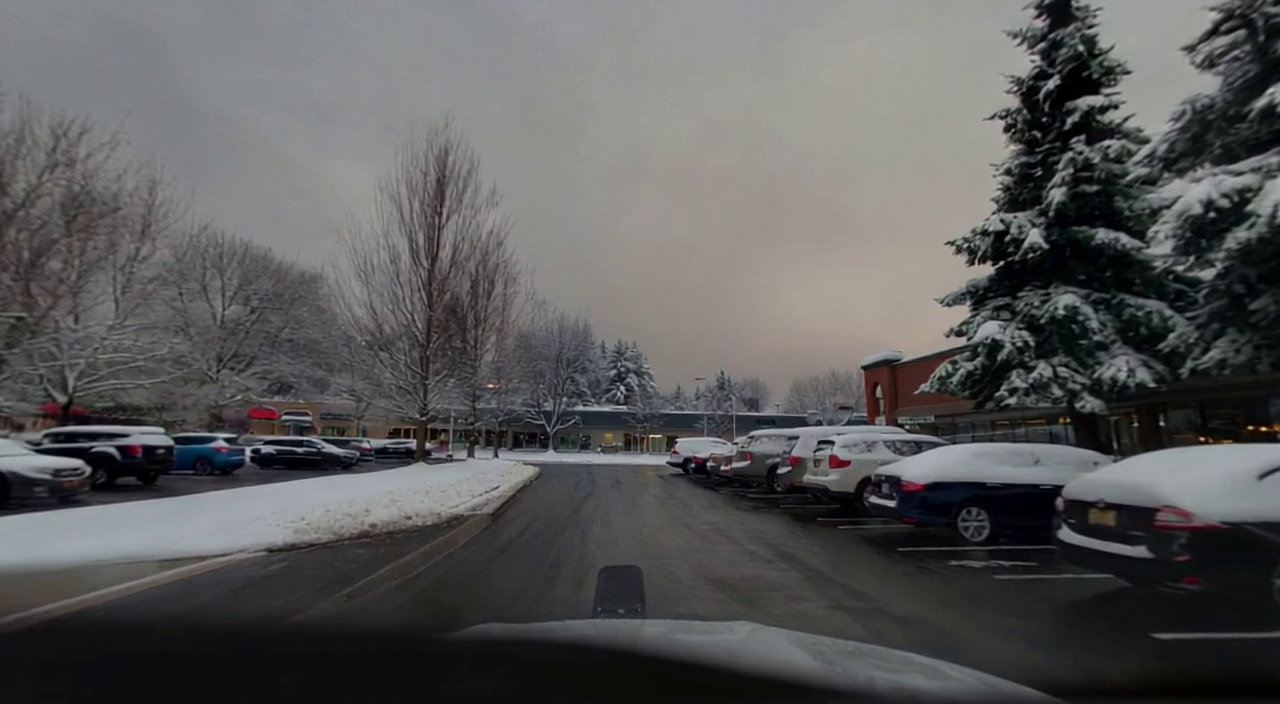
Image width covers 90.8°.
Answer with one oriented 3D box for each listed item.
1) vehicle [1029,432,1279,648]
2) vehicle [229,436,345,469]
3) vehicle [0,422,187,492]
[{"bbox_3d":[6.276,1.494,5.670,4.198,1.491,2.100,1,-8,-4],"label":"vehicle"},{"bbox_3d":[-17.282,4.911,31.069,4.651,1.494,1.914,6,-11,-37],"label":"vehicle"},{"bbox_3d":[-15.435,2.904,17.677,4.148,1.757,1.963,7,-11,-40],"label":"vehicle"}]
